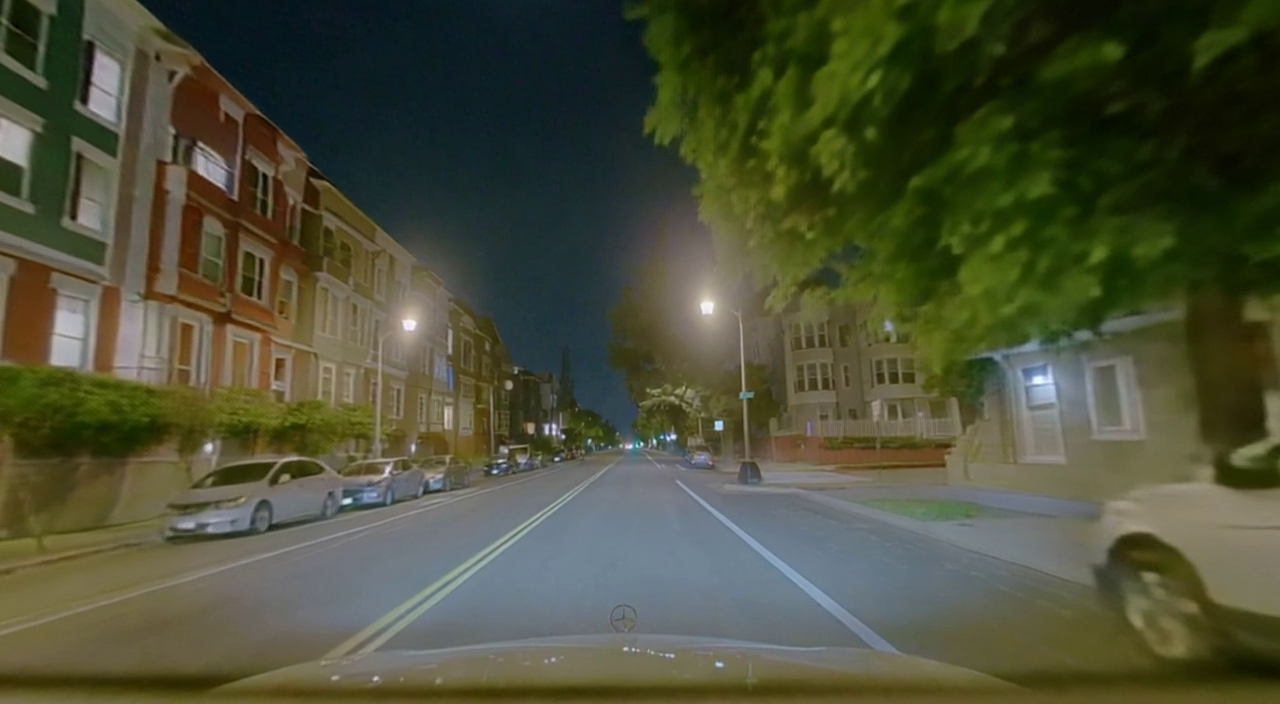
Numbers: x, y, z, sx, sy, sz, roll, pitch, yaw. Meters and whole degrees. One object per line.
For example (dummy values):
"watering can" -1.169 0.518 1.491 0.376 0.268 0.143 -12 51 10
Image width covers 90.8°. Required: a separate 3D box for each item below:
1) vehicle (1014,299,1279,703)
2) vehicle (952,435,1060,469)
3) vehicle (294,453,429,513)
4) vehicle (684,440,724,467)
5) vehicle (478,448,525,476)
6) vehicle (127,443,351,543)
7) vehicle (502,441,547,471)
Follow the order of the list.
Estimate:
"vehicle" 4.327 0.671 2.340 2.393 2.075 5.683 0 -9 0
"vehicle" 20.062 5.501 34.779 4.568 1.727 2.199 0 -9 -2
"vehicle" -8.077 3.799 18.885 1.970 1.480 4.616 -1 -9 -1
"vehicle" 4.218 6.795 42.273 2.034 1.674 4.271 0 -9 -3
"vehicle" -8.181 6.518 37.728 1.967 1.517 4.360 0 -9 -2
"vehicle" -8.080 2.836 13.359 1.919 1.698 4.328 -1 -9 -1
"vehicle" -7.930 7.199 43.698 2.283 1.853 4.903 -1 -9 -1
